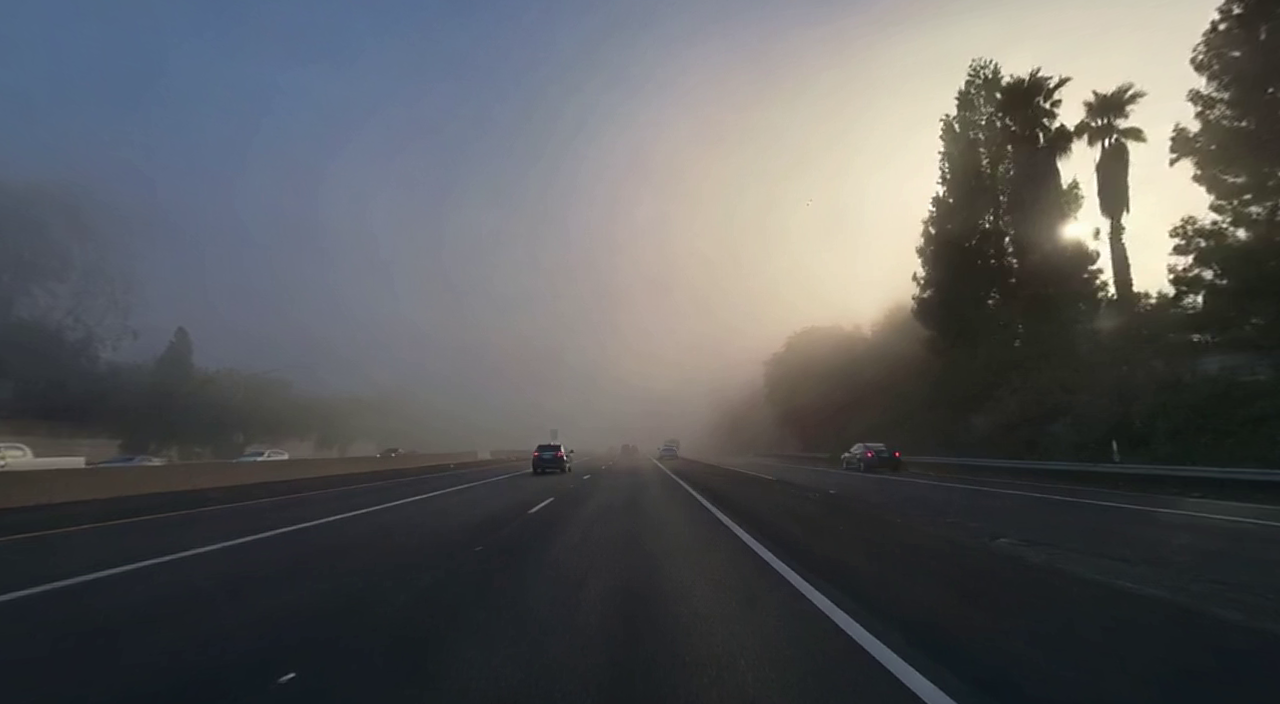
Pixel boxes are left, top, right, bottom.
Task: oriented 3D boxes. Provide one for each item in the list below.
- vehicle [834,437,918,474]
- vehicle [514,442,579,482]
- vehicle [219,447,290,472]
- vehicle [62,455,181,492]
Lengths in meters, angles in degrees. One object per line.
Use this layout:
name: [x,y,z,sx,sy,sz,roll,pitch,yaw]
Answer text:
vehicle: [12.373,5.472,33.525,2.344,1.783,5.196,0,-9,-1]
vehicle: [-3.793,4.543,26.433,2.052,1.510,4.301,0,-9,1]
vehicle: [-27.448,7.633,45.169,2.027,1.615,4.717,0,-9,1]
vehicle: [-23.764,5.533,29.204,1.747,1.444,4.506,-1,-8,-1]
